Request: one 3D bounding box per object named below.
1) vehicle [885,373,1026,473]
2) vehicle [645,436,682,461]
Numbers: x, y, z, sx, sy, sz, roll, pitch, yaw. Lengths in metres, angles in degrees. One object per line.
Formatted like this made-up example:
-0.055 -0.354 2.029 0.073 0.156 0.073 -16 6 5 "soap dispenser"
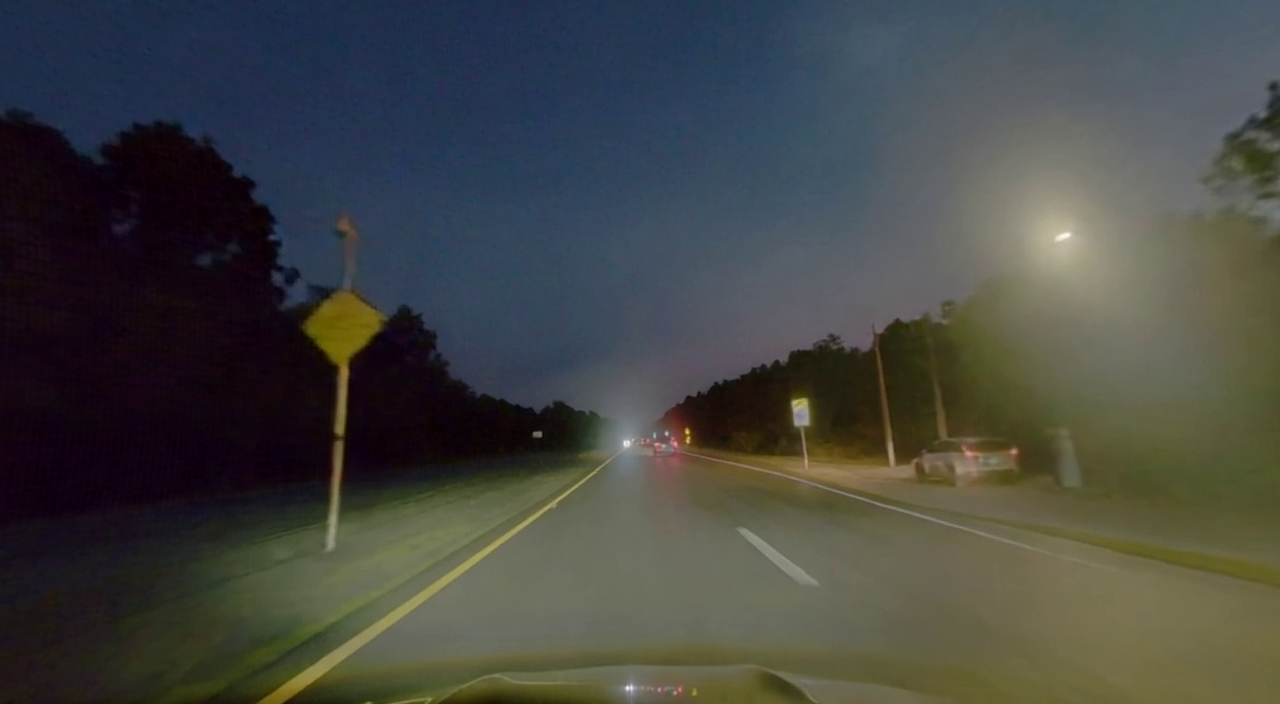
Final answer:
10.936 2.595 22.486 3.250 3.147 4.411 -2 -9 11 "vehicle"
1.666 7.016 46.010 2.183 1.744 4.424 0 -8 -4 "vehicle"
